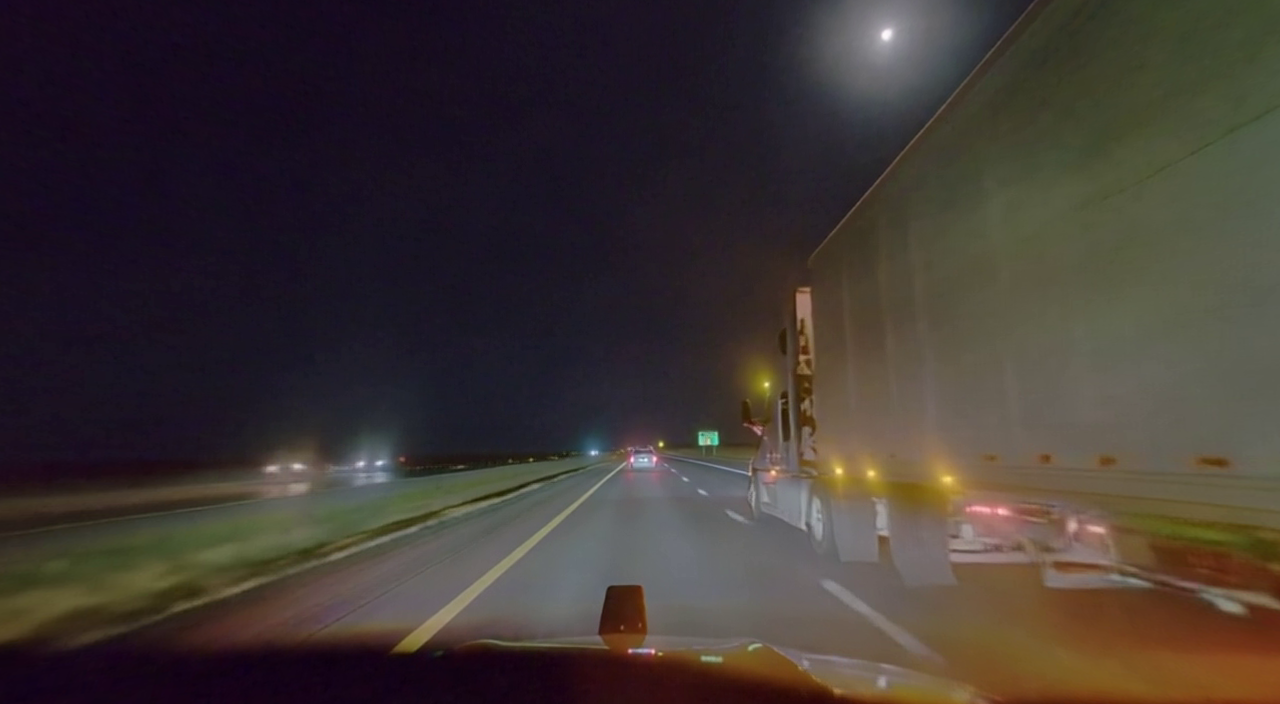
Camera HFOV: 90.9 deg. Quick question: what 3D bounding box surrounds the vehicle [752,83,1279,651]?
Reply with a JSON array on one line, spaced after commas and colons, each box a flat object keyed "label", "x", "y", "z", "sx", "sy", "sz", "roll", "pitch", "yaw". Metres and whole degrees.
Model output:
[{"label": "vehicle", "x": 3.809, "y": 0.604, "z": 8.454, "sx": 3.032, "sy": 3.821, "sz": 8.547, "roll": 0, "pitch": -8, "yaw": 0}]

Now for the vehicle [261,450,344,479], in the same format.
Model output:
[{"label": "vehicle", "x": -18.916, "y": 6.280, "z": 35.630, "sx": 1.968, "sy": 1.464, "sz": 4.756, "roll": -1, "pitch": -8, "yaw": 1}]

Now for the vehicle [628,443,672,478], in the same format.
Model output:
[{"label": "vehicle", "x": 0.440, "y": 5.174, "z": 30.390, "sx": 1.968, "sy": 1.515, "sz": 4.025, "roll": 0, "pitch": -8, "yaw": 0}]
